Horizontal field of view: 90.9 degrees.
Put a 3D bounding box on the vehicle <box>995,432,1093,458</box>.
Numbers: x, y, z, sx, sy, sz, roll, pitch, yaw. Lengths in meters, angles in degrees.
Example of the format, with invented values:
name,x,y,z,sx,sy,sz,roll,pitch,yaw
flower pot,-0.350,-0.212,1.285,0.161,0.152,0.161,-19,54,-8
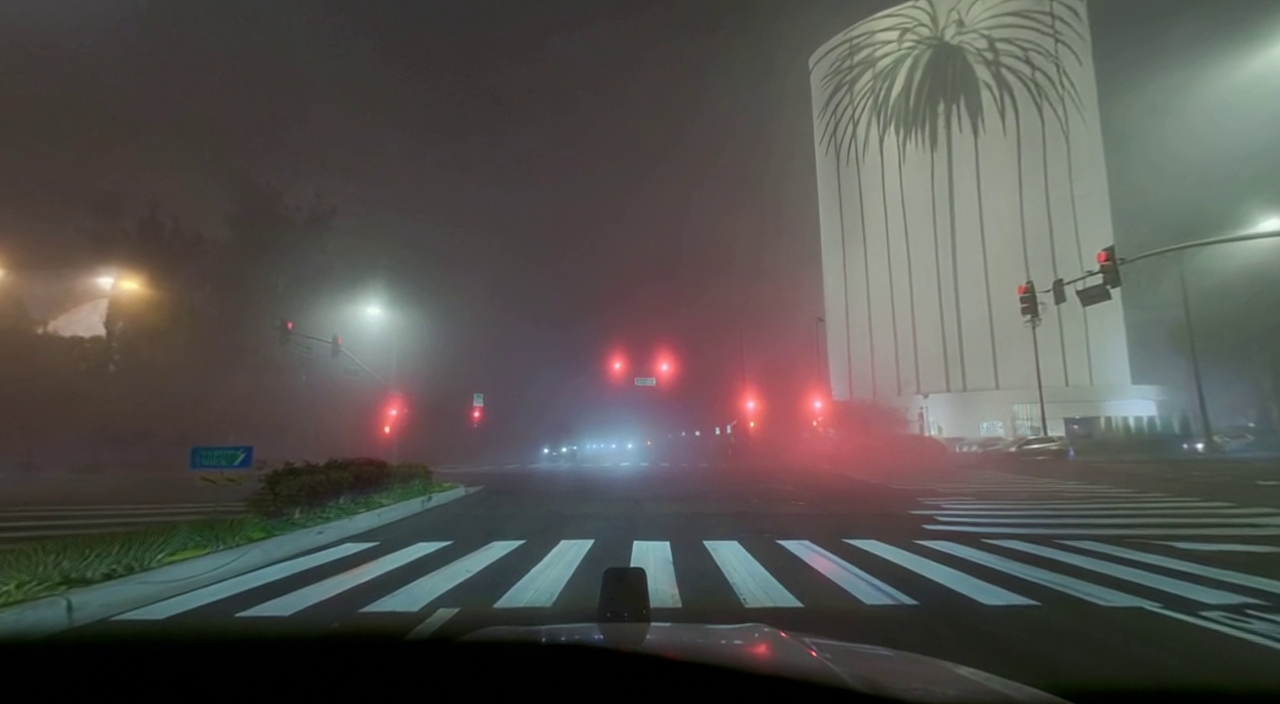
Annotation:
name,x,y,z,sx,sy,sz,roll,pitch,yaw
vehicle,23.483,5.445,36.749,4.423,1.465,1.798,0,-8,1

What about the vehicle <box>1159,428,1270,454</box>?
name,x,y,z,sx,sy,sz,roll,pitch,yaw
vehicle,33.120,5.162,36.418,4.567,1.458,1.791,0,-8,0

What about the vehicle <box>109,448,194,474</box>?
name,x,y,z,sx,sy,sz,roll,pitch,yaw
vehicle,-33.091,7.385,42.772,4.136,1.661,1.857,0,-8,1

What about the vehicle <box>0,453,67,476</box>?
name,x,y,z,sx,sy,sz,roll,pitch,yaw
vehicle,-41.663,7.605,42.784,3.698,1.467,1.779,0,-8,1

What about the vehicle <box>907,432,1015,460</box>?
name,x,y,z,sx,sy,sz,roll,pitch,yaw
vehicle,16.889,4.964,33.277,4.684,1.461,1.777,0,-8,-1

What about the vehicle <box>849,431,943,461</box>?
name,x,y,z,sx,sy,sz,roll,pitch,yaw
vehicle,14.966,5.526,36.991,4.648,1.665,1.910,0,-8,0
